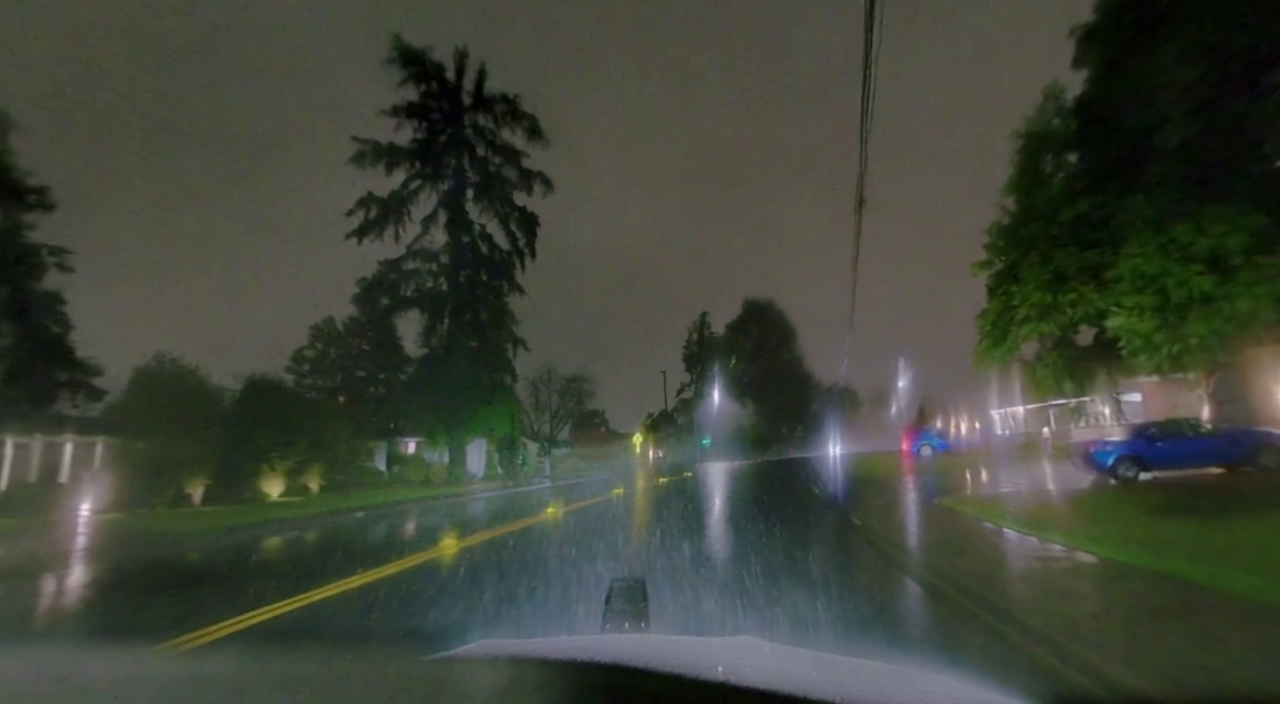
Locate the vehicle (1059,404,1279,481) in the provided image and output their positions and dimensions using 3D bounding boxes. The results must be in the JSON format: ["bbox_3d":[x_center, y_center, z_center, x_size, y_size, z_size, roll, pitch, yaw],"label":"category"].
[{"bbox_3d":[13.184,2.165,15.137,4.644,1.441,2.074,-8,-11,18],"label":"vehicle"}]

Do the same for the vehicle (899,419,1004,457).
[{"bbox_3d":[19.676,5.563,40.173,5.704,1.788,2.095,-9,-13,21],"label":"vehicle"}]
